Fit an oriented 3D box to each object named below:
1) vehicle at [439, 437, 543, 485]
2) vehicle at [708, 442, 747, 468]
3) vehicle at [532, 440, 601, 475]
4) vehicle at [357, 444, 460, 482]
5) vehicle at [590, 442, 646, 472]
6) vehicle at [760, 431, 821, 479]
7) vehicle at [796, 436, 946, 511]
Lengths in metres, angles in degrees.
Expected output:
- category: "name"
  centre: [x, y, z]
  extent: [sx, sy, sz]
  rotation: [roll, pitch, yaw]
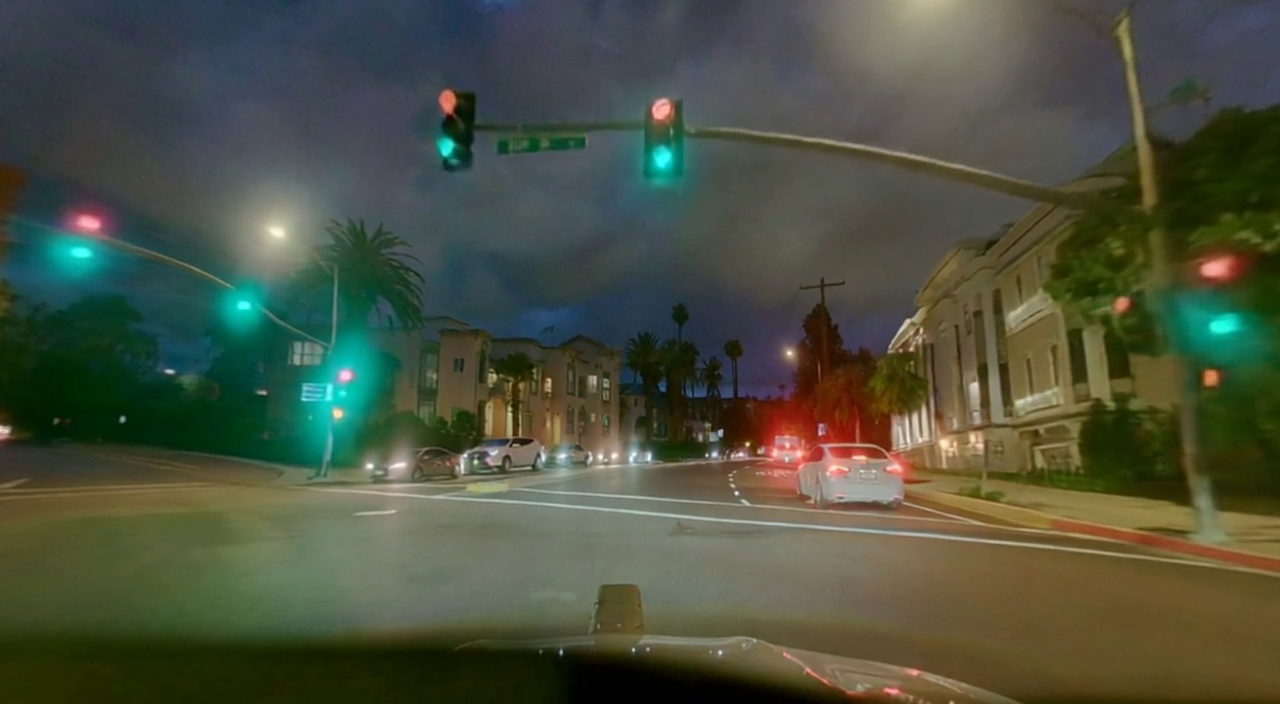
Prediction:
- category: "vehicle"
  centre: [-5.525, 4.081, 24.156]
  extent: [1.959, 1.515, 4.668]
  rotation: [-2, -7, 13]
- category: "vehicle"
  centre: [5.712, 6.615, 40.868]
  extent: [1.923, 1.576, 4.026]
  rotation: [-2, -9, 16]
- category: "vehicle"
  centre: [-3.467, 5.074, 30.697]
  extent: [1.852, 1.498, 4.238]
  rotation: [-5, -9, 15]
- category: "vehicle"
  centre: [-9.030, 4.329, 25.005]
  extent: [1.891, 1.358, 3.828]
  rotation: [-2, -9, 15]
- category: "vehicle"
  centre: [-1.314, 6.552, 39.731]
  extent: [2.081, 1.453, 4.698]
  rotation: [-5, -7, 15]
- category: "vehicle"
  centre: [6.832, 4.724, 29.173]
  extent: [2.109, 2.002, 4.424]
  rotation: [-1, -9, 5]
- category: "vehicle"
  centre: [5.426, 2.901, 15.590]
  extent: [2.096, 1.552, 4.519]
  rotation: [0, -9, 2]
